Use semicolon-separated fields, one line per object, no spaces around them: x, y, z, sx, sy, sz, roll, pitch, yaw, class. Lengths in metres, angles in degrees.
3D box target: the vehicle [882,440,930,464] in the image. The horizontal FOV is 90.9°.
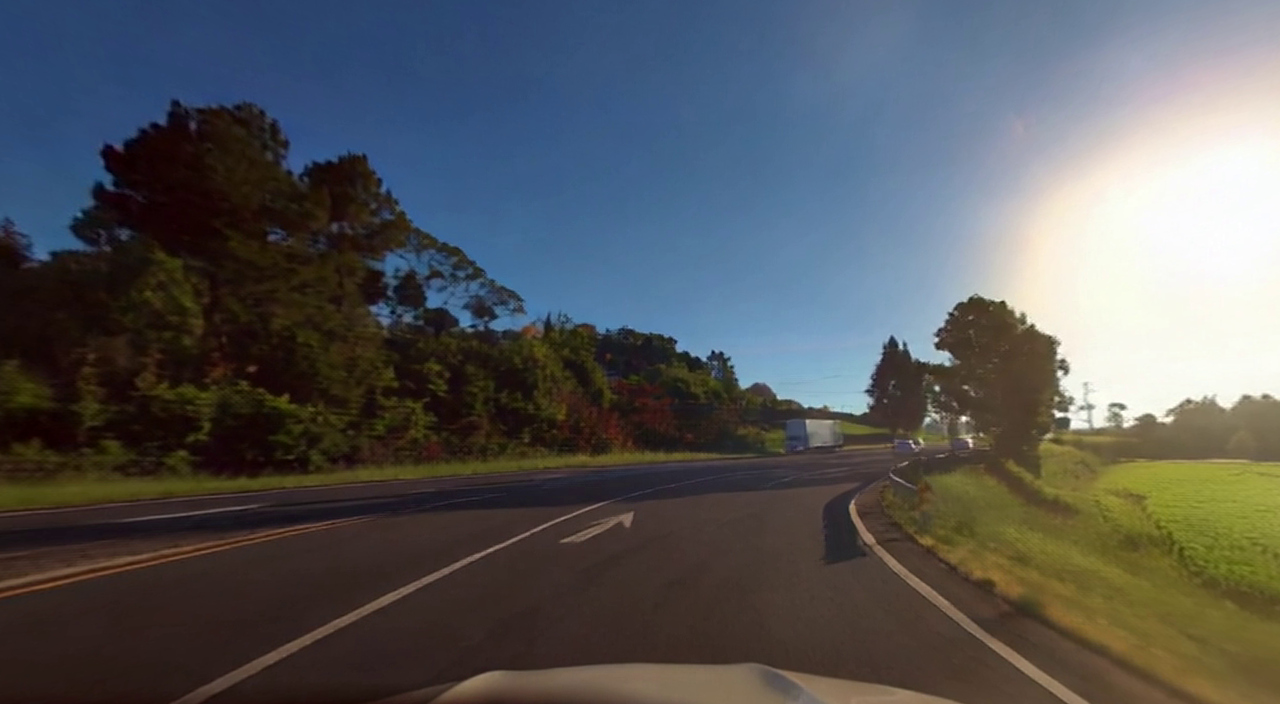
16.616;6.213;39.234;1.807;1.427;3.645;-7;-11;36;vehicle
